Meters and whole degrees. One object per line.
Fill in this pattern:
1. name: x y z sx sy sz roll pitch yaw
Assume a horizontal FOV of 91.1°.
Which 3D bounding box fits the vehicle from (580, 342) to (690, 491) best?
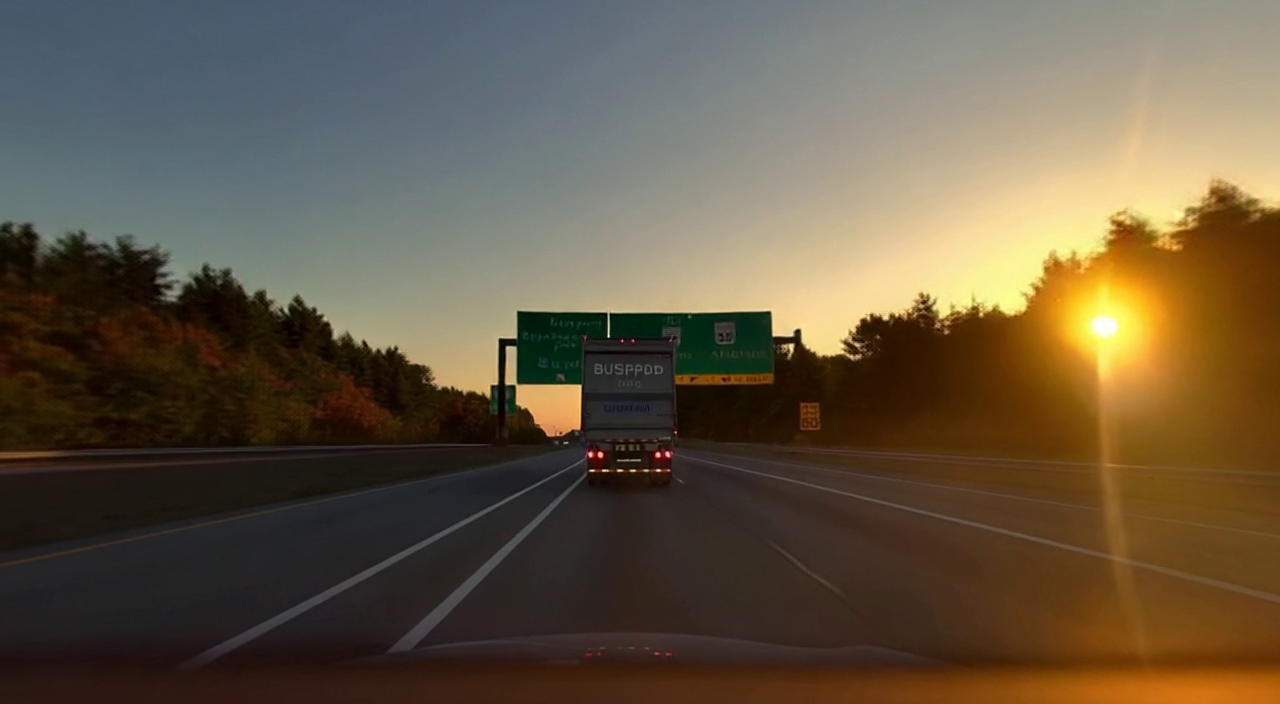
1. vehicle: -0.325 2.258 20.947 2.870 3.911 8.697 0 -8 -3
